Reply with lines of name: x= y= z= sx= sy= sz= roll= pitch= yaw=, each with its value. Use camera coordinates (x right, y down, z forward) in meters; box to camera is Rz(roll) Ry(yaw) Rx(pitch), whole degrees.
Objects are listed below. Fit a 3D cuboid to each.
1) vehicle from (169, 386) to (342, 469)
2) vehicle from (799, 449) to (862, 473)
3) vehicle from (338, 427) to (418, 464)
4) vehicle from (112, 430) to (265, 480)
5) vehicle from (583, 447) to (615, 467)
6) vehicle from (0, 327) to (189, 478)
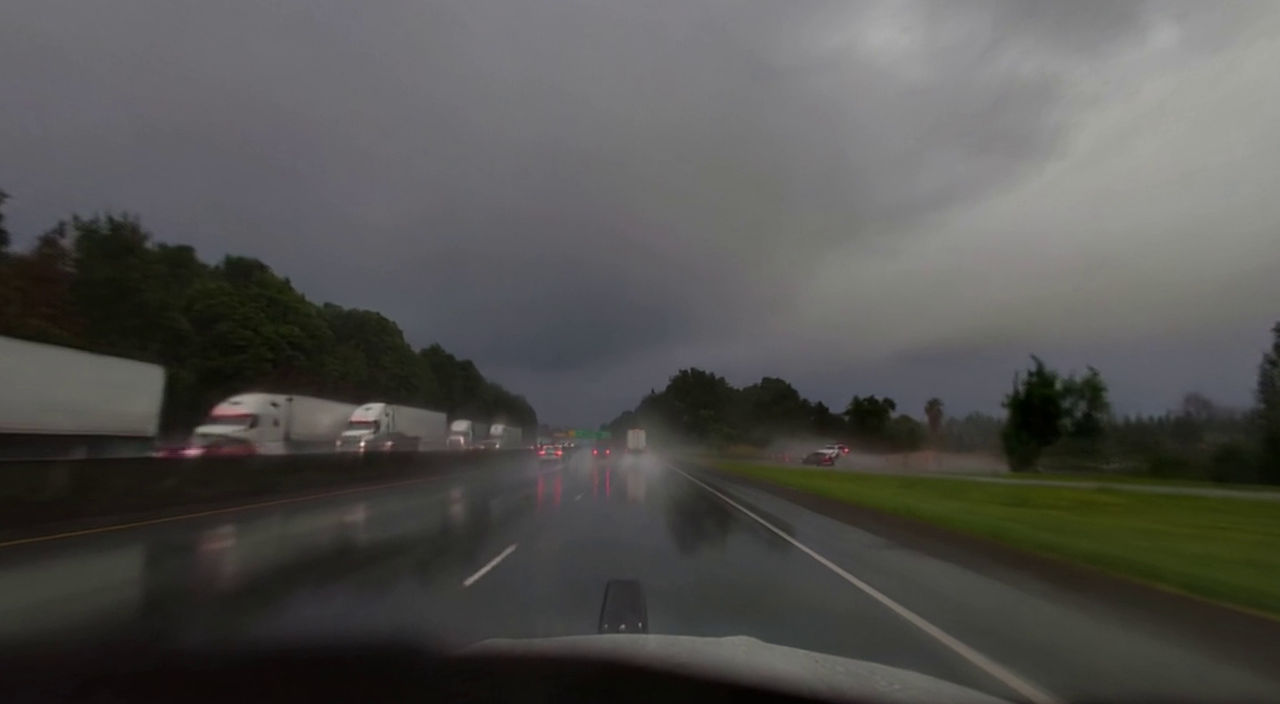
vehicle: x=-18.737 y=3.974 z=31.781 sx=2.774 sy=3.524 sz=9.153 roll=-1 pitch=-9 yaw=1
vehicle: x=14.658 y=8.434 z=48.675 sx=2.080 sy=1.725 sz=4.252 roll=8 pitch=-12 yaw=-34
vehicle: x=-13.988 y=5.062 z=34.057 sx=2.133 sy=1.816 sz=5.142 roll=0 pitch=-9 yaw=-1
vehicle: x=-14.310 y=3.303 z=20.325 sx=1.841 sy=1.428 sz=4.119 roll=0 pitch=-9 yaw=0
vehicle: x=-3.079 y=8.047 z=48.217 sx=2.076 sy=1.453 sz=4.094 roll=0 pitch=-9 yaw=1
vehicle: x=-18.497 y=1.298 z=16.404 sx=2.834 sy=3.974 sz=14.371 roll=0 pitch=-9 yaw=0
